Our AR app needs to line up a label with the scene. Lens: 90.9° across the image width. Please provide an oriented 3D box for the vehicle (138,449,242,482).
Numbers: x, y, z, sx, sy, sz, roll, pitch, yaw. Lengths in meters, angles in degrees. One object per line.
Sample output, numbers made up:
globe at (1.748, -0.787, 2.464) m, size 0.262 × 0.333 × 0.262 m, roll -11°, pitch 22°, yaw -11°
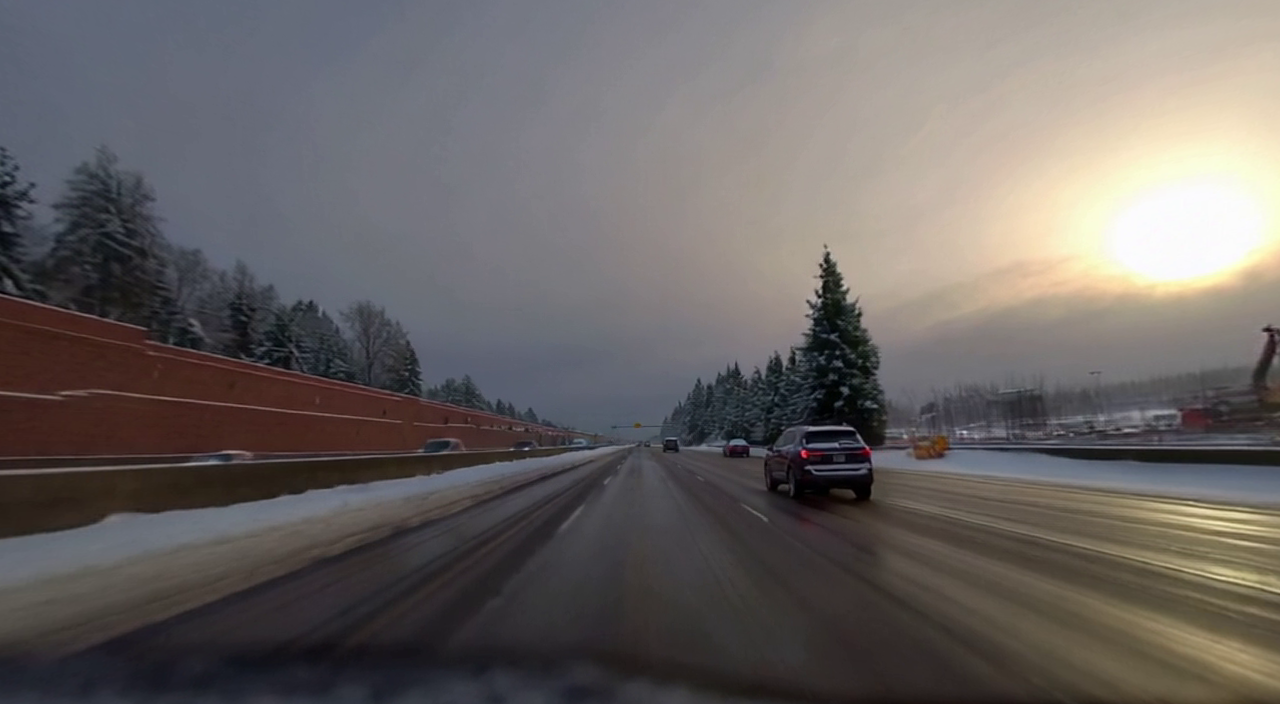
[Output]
vehicle at (-21.687, 5.440, 30.636) m, size 1.788 × 1.445 × 4.425 m, roll 0°, pitch -8°, yaw 0°

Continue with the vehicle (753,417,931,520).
vehicle at (3.971, 2.391, 13.433) m, size 2.190 × 1.783 × 4.637 m, roll 0°, pitch -8°, yaw -1°

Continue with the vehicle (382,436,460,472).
vehicle at (-10.771, 5.053, 31.452) m, size 2.082 × 1.662 × 4.798 m, roll 0°, pitch -8°, yaw 1°

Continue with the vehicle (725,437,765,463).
vehicle at (7.663, 7.181, 46.356) m, size 2.066 × 1.795 × 4.674 m, roll 0°, pitch -8°, yaw -1°
